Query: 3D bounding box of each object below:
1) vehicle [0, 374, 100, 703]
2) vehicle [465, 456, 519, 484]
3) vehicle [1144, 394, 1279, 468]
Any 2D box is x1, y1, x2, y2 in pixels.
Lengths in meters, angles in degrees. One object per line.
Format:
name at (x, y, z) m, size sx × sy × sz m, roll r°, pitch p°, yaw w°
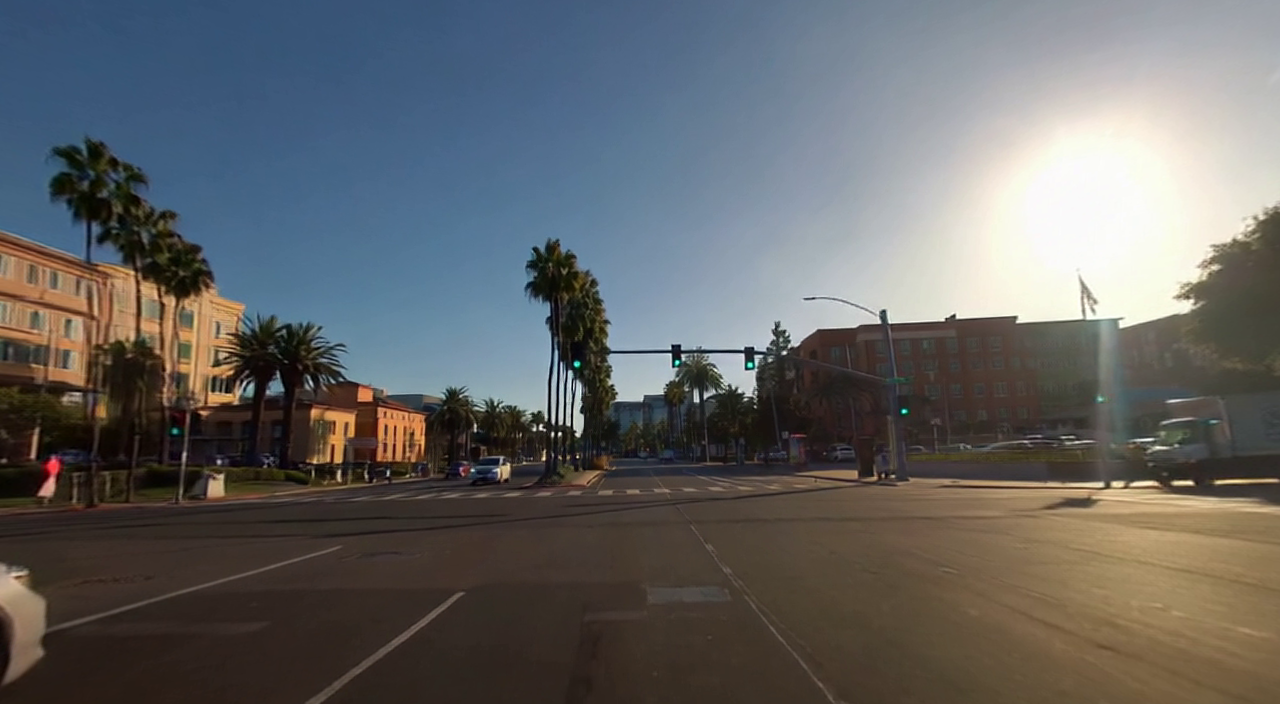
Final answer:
vehicle at (-3.873, 0.676, 1.059) m, size 2.026 × 1.723 × 4.832 m, roll 1°, pitch -9°, yaw -6°
vehicle at (-8.735, 6.984, 37.608) m, size 2.095 × 1.482 × 4.523 m, roll 0°, pitch -9°, yaw 0°
vehicle at (32.767, 4.284, 33.720) m, size 2.863 × 3.609 × 10.252 m, roll 0°, pitch -9°, yaw -3°
